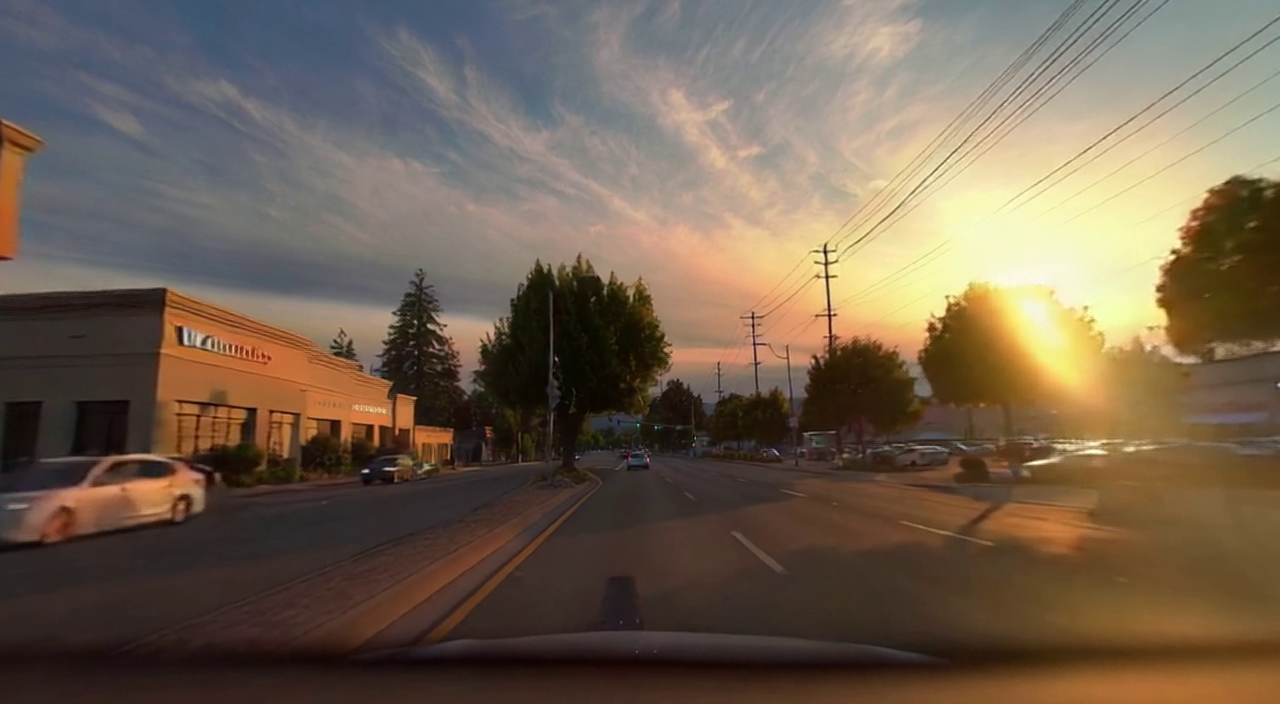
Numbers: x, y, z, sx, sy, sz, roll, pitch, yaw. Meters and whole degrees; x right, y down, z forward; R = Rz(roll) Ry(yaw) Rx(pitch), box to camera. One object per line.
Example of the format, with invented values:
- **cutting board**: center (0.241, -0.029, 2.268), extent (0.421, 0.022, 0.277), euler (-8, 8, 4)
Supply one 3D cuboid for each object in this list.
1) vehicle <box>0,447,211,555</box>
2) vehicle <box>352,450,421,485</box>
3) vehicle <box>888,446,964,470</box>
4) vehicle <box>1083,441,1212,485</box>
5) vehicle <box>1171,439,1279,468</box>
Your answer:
- **vehicle**: center (-11.374, 2.864, 12.955), extent (2.004, 1.787, 4.384), euler (0, -9, 0)
- **vehicle**: center (-14.544, 6.605, 36.515), extent (2.046, 1.900, 4.689), euler (0, -9, 0)
- **vehicle**: center (19.406, 7.155, 42.900), extent (4.731, 1.535, 2.079), euler (4, -10, -26)
- **vehicle**: center (19.518, 4.229, 24.285), extent (4.333, 1.532, 2.037), euler (4, -10, -25)
- **vehicle**: center (32.110, 5.570, 34.770), extent (4.036, 1.512, 1.856), euler (0, -9, 1)
